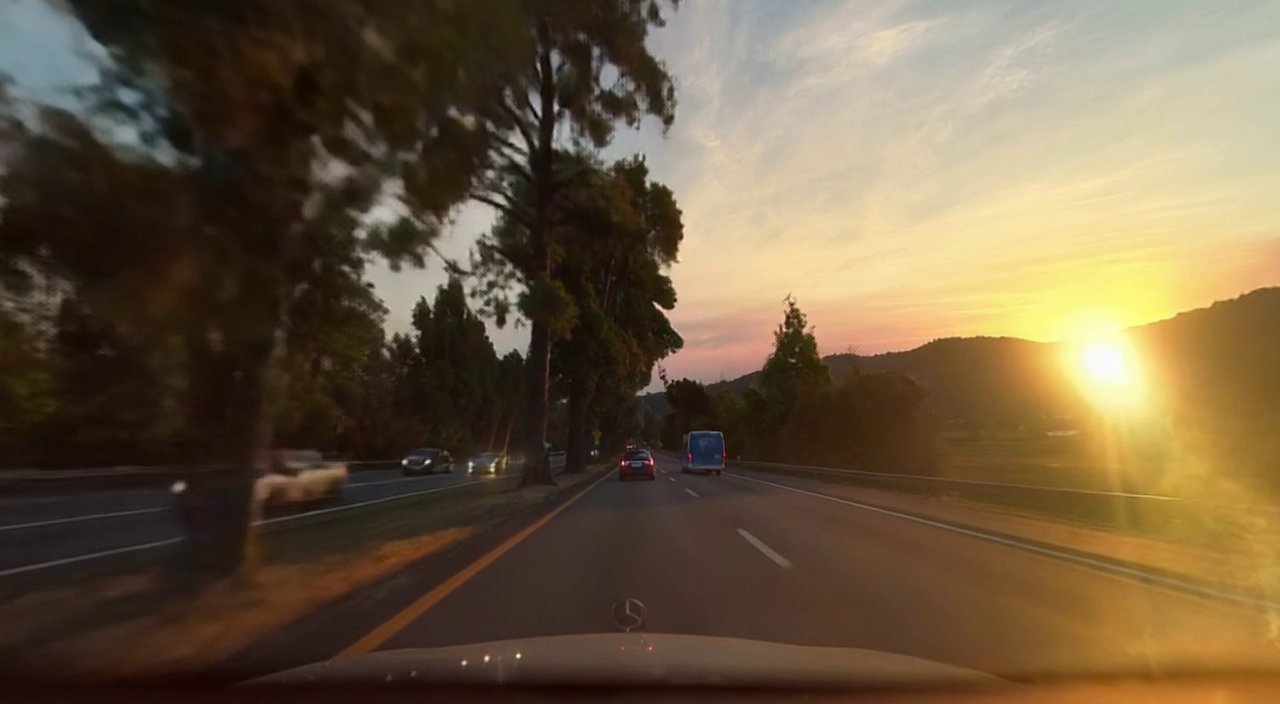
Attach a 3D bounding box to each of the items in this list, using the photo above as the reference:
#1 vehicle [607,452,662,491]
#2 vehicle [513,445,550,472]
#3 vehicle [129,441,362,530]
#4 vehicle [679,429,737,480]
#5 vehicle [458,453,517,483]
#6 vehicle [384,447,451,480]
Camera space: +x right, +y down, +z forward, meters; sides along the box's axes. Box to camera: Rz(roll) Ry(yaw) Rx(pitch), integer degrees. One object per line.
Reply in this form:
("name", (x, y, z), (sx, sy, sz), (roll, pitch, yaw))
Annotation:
("vehicle", (-0.196, 4.772, 25.518), (2.037, 1.417, 3.885), (0, -9, 0))
("vehicle", (-8.110, 8.015, 47.514), (2.023, 1.871, 4.993), (0, -9, -1))
("vehicle", (-7.598, 2.591, 12.804), (1.898, 1.464, 4.386), (0, -9, 0))
("vehicle", (3.713, 5.836, 35.904), (2.513, 2.633, 5.930), (0, -9, -1))
("vehicle", (-7.696, 5.895, 32.182), (1.970, 1.383, 4.178), (0, -9, 0))
("vehicle", (-11.977, 6.014, 34.203), (2.074, 1.614, 4.220), (0, -9, 0))
